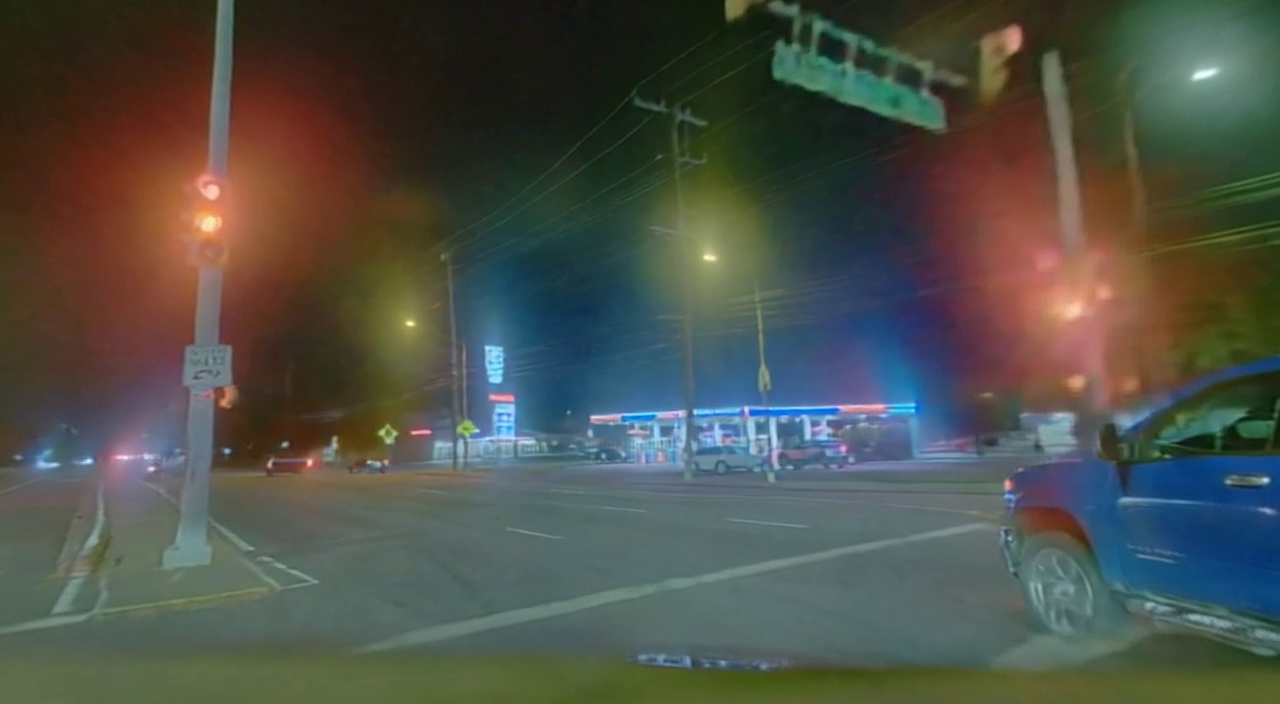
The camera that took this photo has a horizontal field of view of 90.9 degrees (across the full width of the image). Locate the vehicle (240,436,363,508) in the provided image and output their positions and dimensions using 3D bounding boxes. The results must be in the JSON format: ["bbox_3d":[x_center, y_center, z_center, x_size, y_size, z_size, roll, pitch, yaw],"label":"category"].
[{"bbox_3d":[-10.233,3.479,18.853,2.141,1.842,4.889,7,-11,-39],"label":"vehicle"}]

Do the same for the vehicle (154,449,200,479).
[{"bbox_3d":[-29.709,7.111,40.354,1.921,1.725,4.498,7,-11,-40],"label":"vehicle"}]

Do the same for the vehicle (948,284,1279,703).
[{"bbox_3d":[3.514,0.586,1.947,2.036,1.818,5.192,1,-8,-6],"label":"vehicle"}]

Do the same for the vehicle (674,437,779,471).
[{"bbox_3d":[4.123,4.800,29.825,4.661,1.480,1.913,4,-9,-28],"label":"vehicle"}]

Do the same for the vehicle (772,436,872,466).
[{"bbox_3d":[9.083,4.942,31.637,4.495,1.399,1.715,1,-9,-12],"label":"vehicle"}]

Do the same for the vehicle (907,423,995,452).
[{"bbox_3d":[20.048,5.583,40.831,1.883,1.726,4.669,7,-11,-39],"label":"vehicle"}]
